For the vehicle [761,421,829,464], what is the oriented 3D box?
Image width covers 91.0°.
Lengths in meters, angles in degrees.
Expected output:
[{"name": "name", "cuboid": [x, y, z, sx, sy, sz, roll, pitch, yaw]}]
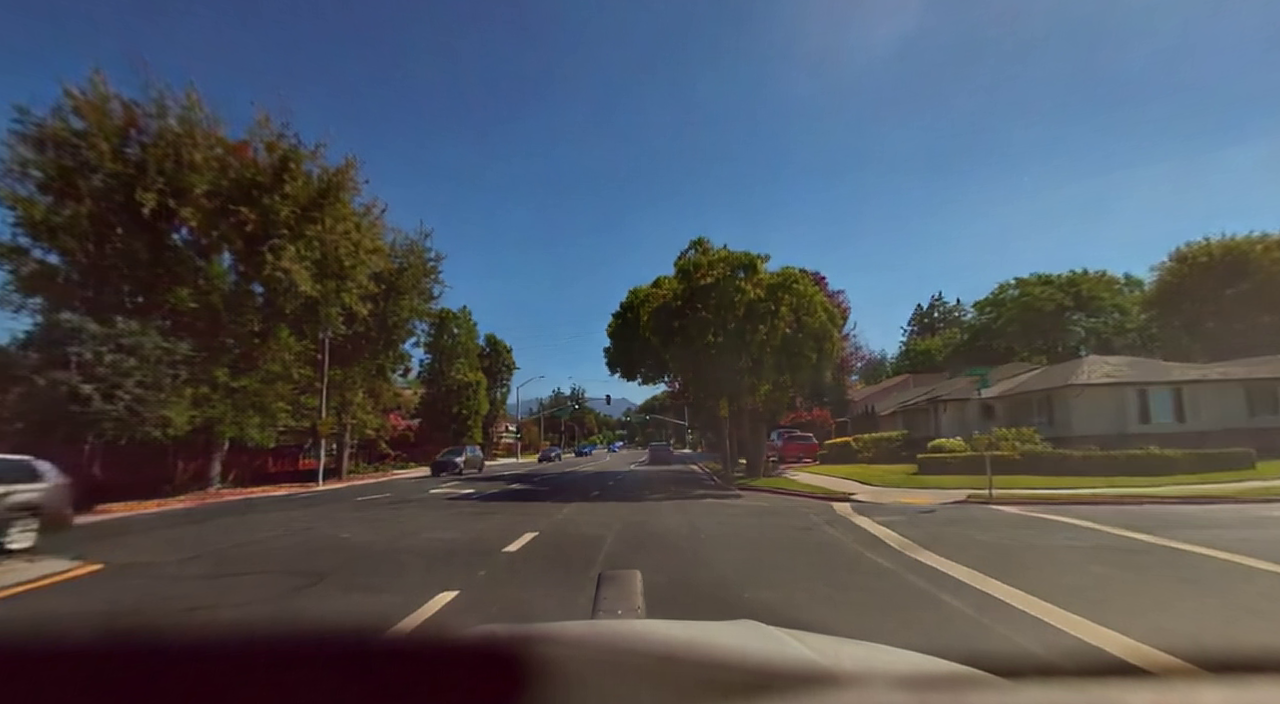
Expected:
[{"name": "vehicle", "cuboid": [8.979, 5.363, 37.199, 2.531, 2.263, 6.802, -1, -8, 2]}]

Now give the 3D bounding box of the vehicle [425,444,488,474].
[{"name": "vehicle", "cuboid": [-11.688, 6.821, 40.482, 2.397, 1.802, 4.855, -1, -8, 3]}]

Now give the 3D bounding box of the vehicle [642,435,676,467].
[{"name": "vehicle", "cuboid": [1.217, 6.412, 40.961, 2.059, 1.908, 4.714, 0, -8, 1]}]
